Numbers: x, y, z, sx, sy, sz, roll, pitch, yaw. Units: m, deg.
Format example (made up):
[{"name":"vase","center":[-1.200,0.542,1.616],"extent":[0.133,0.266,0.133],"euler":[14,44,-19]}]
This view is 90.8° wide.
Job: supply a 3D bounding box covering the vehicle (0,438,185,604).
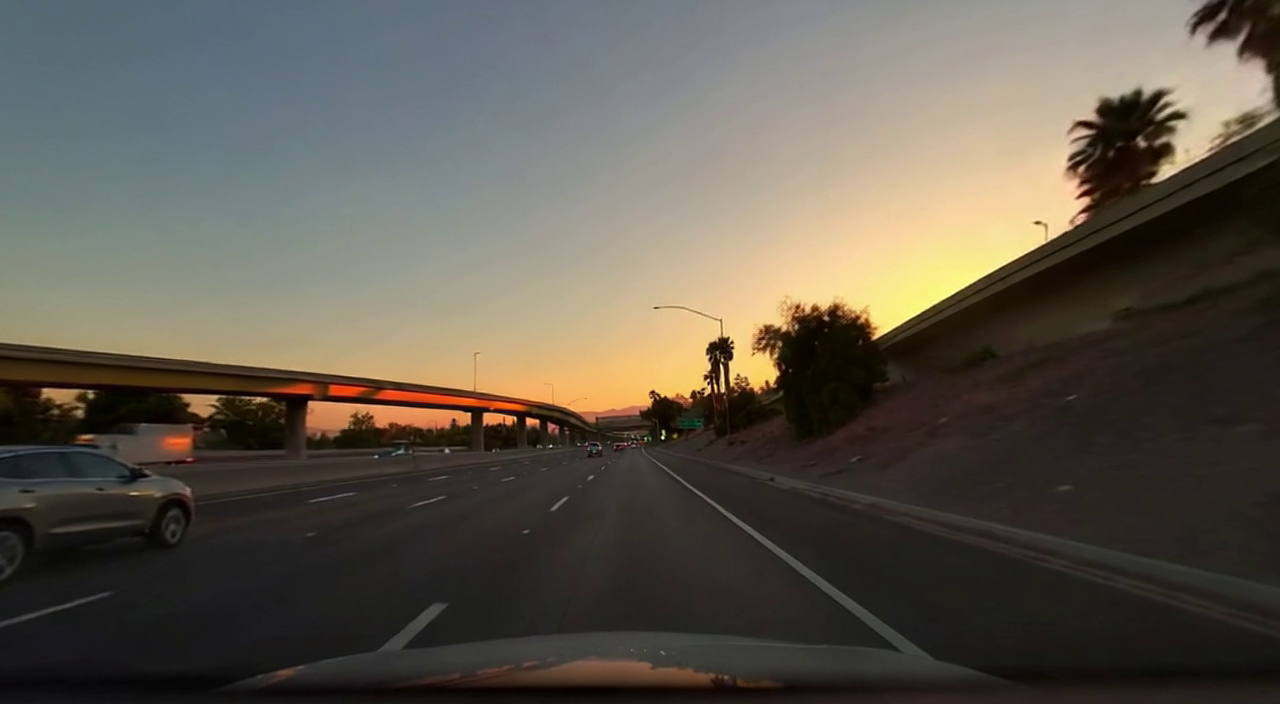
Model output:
[{"name":"vehicle","center":[-6.836,1.587,5.973],"extent":[1.914,1.503,4.268],"euler":[-1,-8,-1]}]
